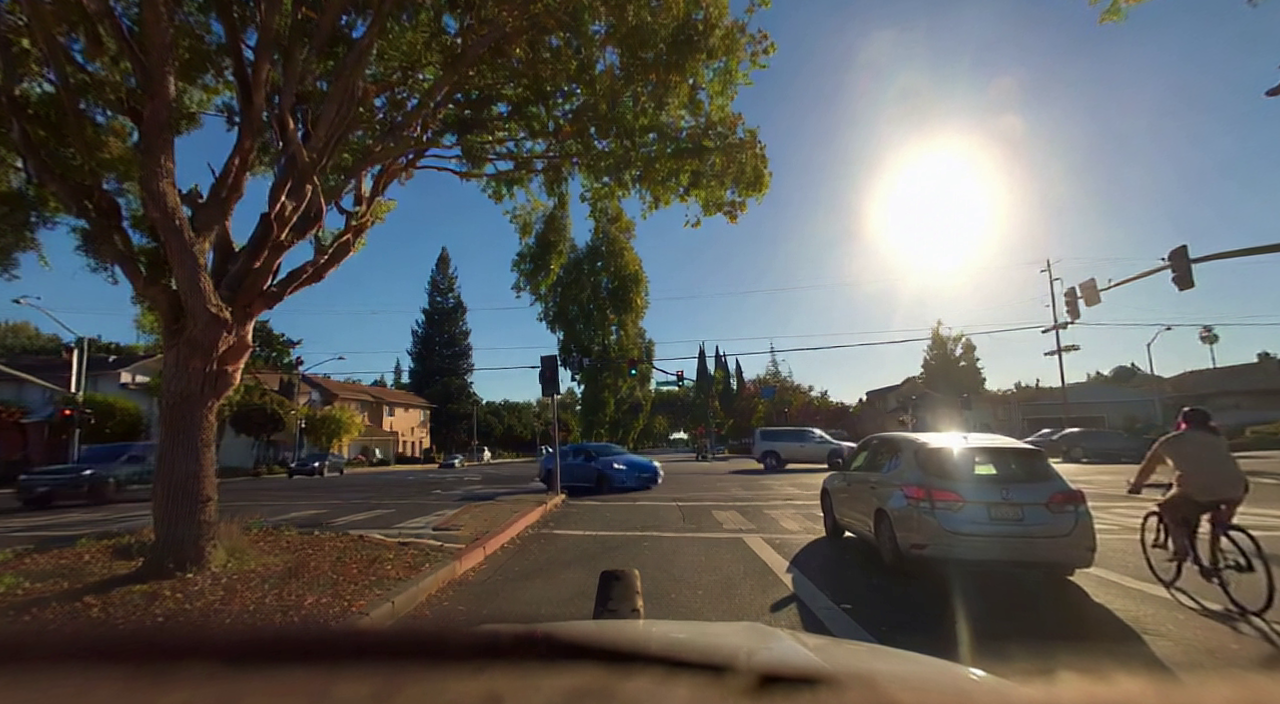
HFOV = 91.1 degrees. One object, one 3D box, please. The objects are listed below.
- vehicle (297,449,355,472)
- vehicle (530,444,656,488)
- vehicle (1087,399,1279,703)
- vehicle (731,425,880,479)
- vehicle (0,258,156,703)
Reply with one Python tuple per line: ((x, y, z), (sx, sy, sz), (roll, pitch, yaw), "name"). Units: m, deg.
((-22.414, 7.759, 45.007), (1.834, 1.494, 4.352), (0, -8, 1), "vehicle")
((-1.633, 3.778, 21.205), (4.050, 1.304, 1.921), (-7, -11, 39), "vehicle")
((3.098, 0.681, 0.664), (1.990, 1.454, 4.490), (0, -8, 1), "vehicle")
((6.279, 3.795, 24.054), (4.958, 1.842, 2.276), (-6, -10, 34), "vehicle")
((-3.262, 0.359, 0.173), (2.231, 1.898, 4.985), (0, -8, 0), "vehicle")
